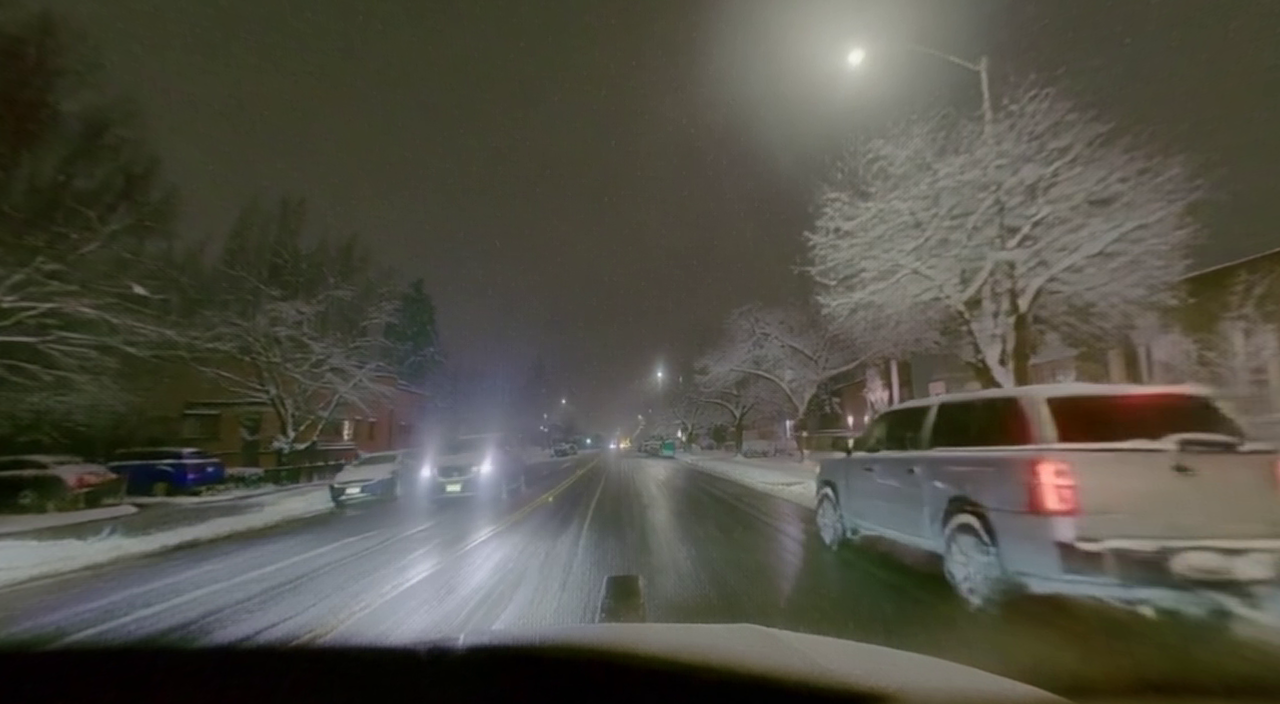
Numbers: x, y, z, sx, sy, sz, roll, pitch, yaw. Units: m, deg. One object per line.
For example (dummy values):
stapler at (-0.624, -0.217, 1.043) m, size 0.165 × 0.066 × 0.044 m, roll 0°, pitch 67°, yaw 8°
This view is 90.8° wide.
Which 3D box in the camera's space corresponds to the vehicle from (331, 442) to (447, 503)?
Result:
vehicle at (-7.548, 3.634, 19.534) m, size 1.928 × 1.537 × 4.439 m, roll -3°, pitch -8°, yaw -2°

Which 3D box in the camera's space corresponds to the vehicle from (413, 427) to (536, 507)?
vehicle at (-4.161, 2.961, 16.682) m, size 2.088 × 1.772 × 4.375 m, roll 0°, pitch -9°, yaw -1°

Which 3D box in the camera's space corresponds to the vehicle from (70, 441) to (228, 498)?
vehicle at (-15.981, 3.779, 20.561) m, size 4.696 × 1.681 × 1.905 m, roll -4°, pitch -9°, yaw 23°

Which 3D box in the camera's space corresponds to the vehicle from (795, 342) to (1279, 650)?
vehicle at (3.587, 1.303, 6.763) m, size 2.393 × 2.012 × 5.060 m, roll 0°, pitch -9°, yaw -2°
